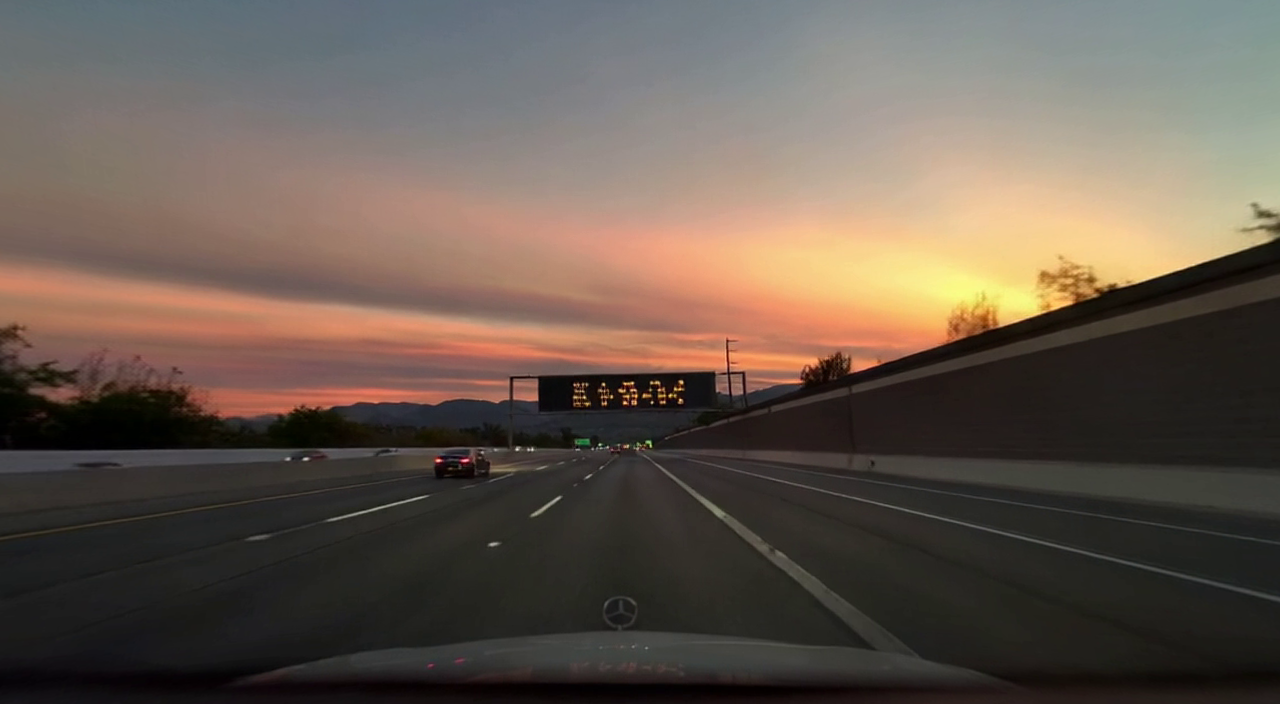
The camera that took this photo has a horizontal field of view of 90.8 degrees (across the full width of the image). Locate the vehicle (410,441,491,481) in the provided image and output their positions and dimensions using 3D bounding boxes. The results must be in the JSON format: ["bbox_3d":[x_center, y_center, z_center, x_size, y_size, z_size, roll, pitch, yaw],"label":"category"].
[{"bbox_3d":[-8.131,4.695,27.589,2.005,1.545,4.874,0,-8,0],"label":"vehicle"}]
